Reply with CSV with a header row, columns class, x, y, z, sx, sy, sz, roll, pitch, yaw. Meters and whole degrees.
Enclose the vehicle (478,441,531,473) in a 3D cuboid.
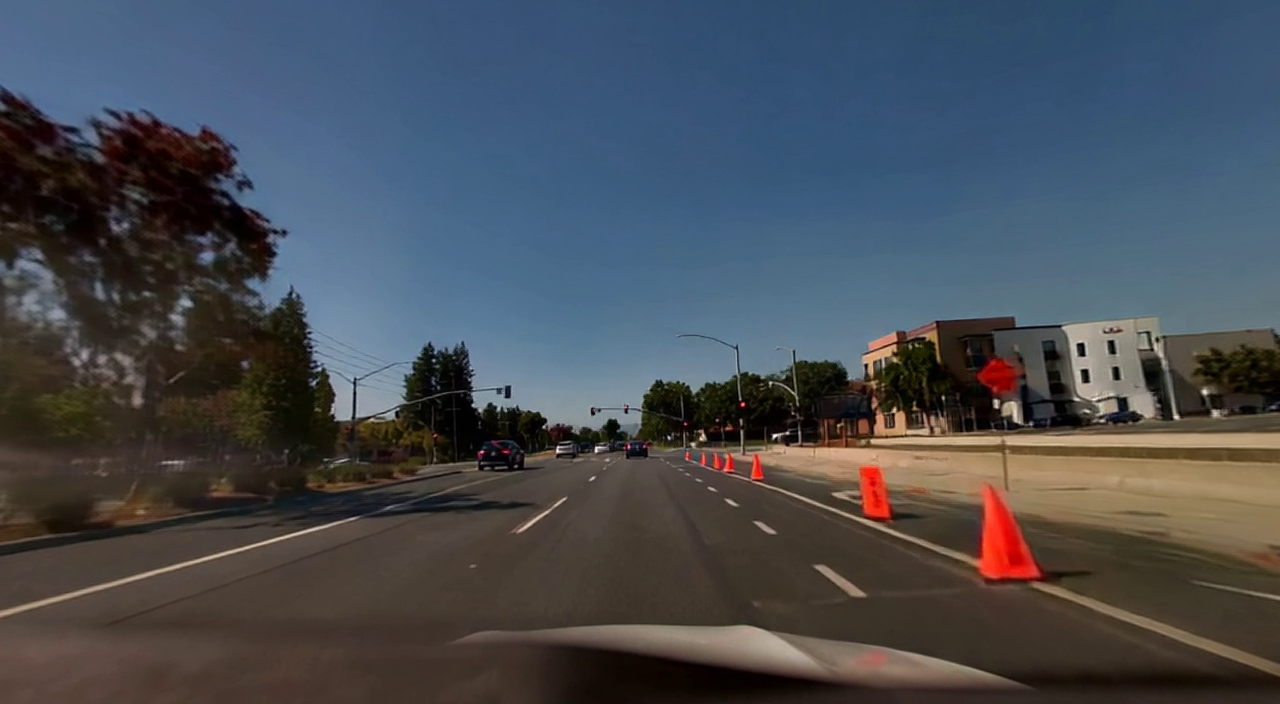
class,x,y,z,sx,sy,sz,roll,pitch,yaw
vehicle,-6.982,5.429,32.935,1.869,1.570,4.064,0,-8,-1
